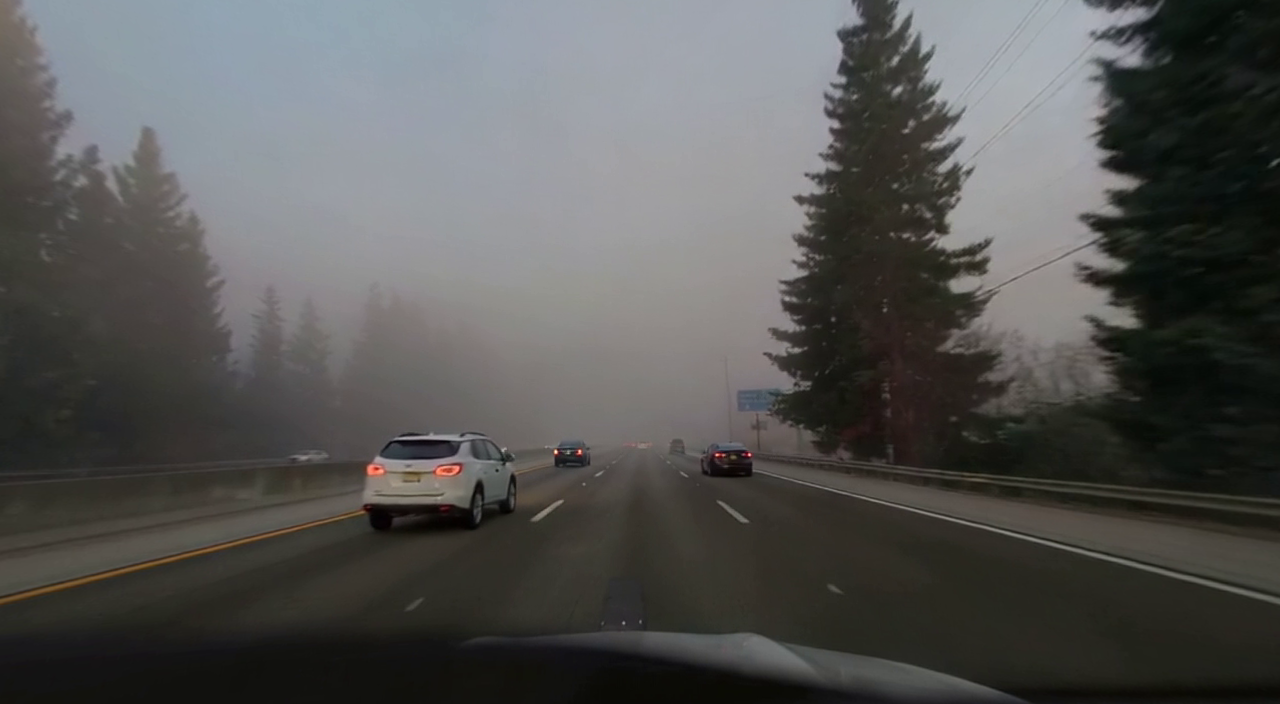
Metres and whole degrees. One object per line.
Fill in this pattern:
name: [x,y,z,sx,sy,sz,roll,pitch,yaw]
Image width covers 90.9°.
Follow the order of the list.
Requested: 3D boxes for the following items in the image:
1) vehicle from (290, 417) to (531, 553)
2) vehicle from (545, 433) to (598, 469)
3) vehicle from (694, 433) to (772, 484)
vehicle: [-3.151,1.915,9.778,2.049,1.620,4.153,0,-8,2]
vehicle: [-3.561,5.259,33.661,2.217,1.773,4.553,0,-8,1]
vehicle: [3.072,3.628,21.706,1.996,1.579,3.841,0,-8,-1]
